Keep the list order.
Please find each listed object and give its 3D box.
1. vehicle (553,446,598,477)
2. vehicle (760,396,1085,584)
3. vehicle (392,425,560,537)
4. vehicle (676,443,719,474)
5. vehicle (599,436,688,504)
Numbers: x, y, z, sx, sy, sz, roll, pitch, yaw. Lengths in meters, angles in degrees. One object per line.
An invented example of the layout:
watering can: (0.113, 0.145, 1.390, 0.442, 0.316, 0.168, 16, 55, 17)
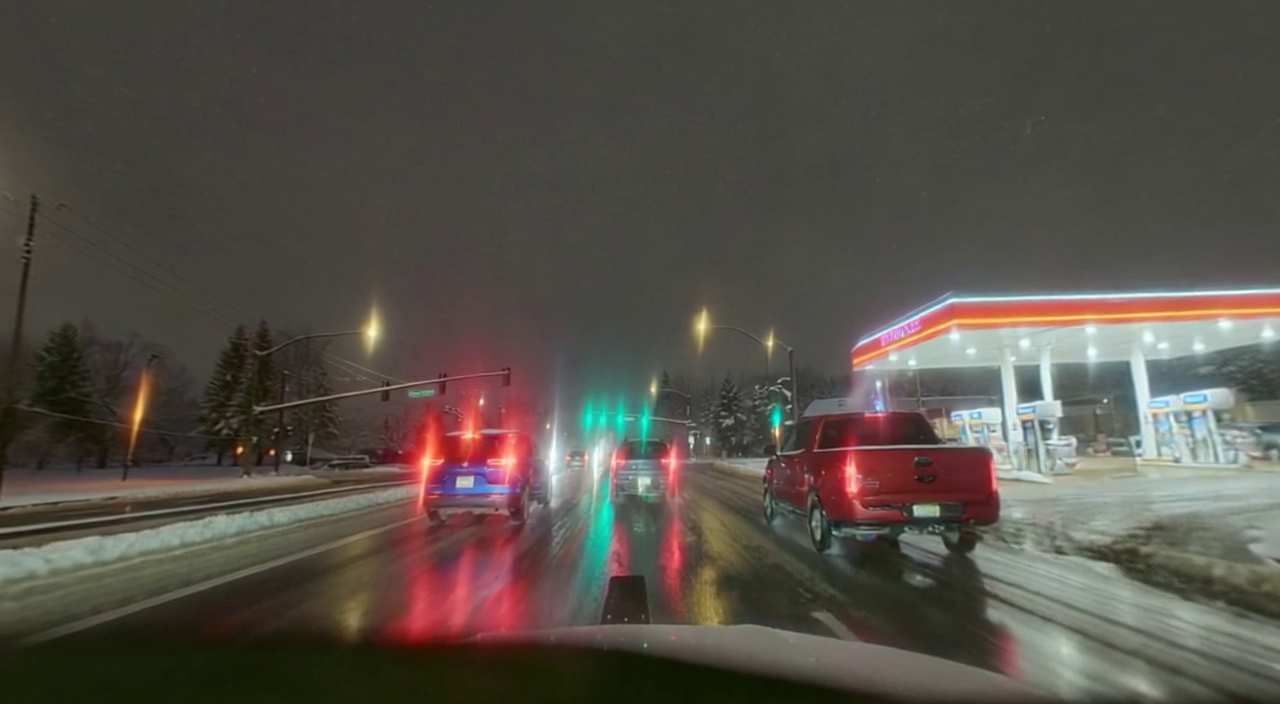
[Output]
vehicle: (-3.383, 5.836, 33.865, 1.954, 1.497, 4.078, 0, -8, 0)
vehicle: (3.329, 1.769, 9.019, 2.161, 1.868, 5.321, 0, -8, 0)
vehicle: (-2.851, 2.343, 12.098, 2.019, 1.731, 4.299, 0, -8, 1)
vehicle: (3.392, 6.376, 38.100, 2.122, 1.745, 4.337, 0, -8, -1)
vehicle: (0.048, 3.232, 17.706, 2.181, 1.650, 4.083, 0, -8, -1)
